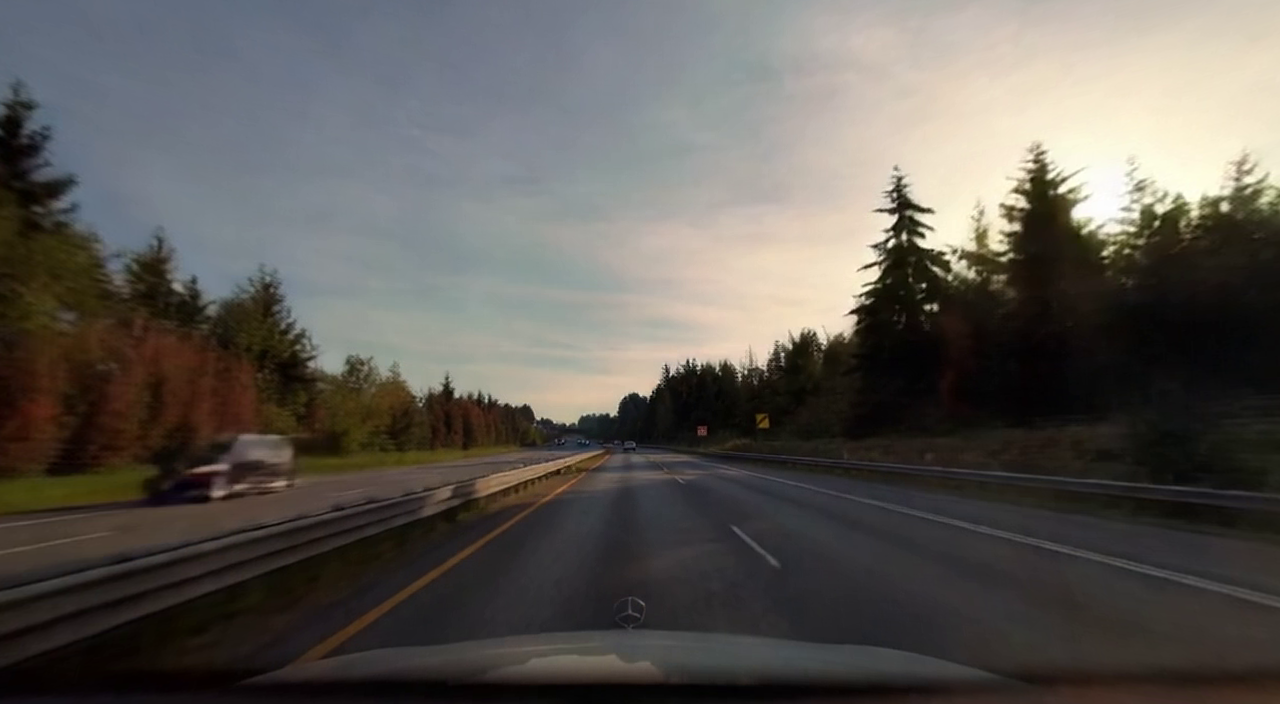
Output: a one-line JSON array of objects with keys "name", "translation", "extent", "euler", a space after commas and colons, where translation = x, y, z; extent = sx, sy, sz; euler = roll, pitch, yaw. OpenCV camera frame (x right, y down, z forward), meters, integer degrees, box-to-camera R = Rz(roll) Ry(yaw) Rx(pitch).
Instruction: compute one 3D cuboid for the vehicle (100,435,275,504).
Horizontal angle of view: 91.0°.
[{"name": "vehicle", "translation": [-12.441, 3.220, 17.691], "extent": [1.873, 1.685, 4.030], "euler": [0, -8, 0]}]
